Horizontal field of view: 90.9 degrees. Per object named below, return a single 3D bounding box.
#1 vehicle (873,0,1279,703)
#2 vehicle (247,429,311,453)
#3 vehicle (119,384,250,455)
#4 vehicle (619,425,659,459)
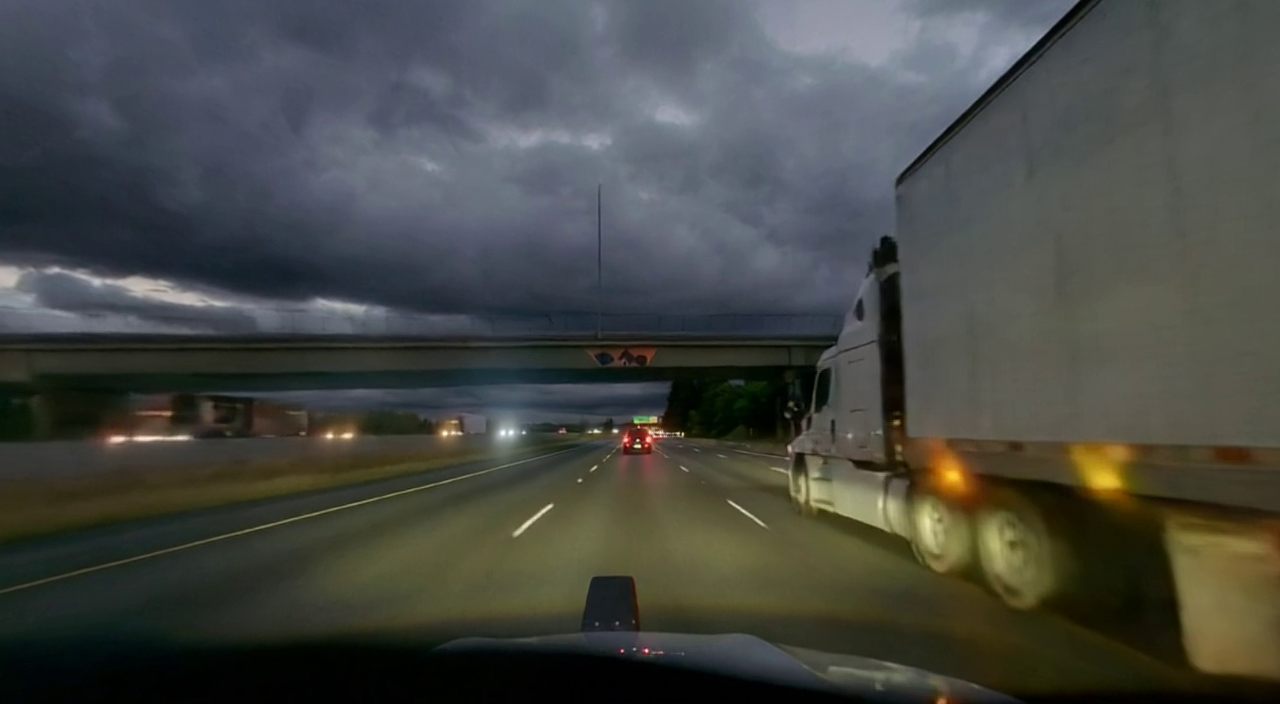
[{"bbox_3d":[4.014,-0.113,3.457,3.036,3.846,5.889,0,-8,-1],"label":"vehicle"},{"bbox_3d":[-22.833,5.639,40.001,1.709,1.457,4.012,0,-8,-1],"label":"vehicle"},{"bbox_3d":[-26.974,4.124,37.765,3.137,3.871,6.148,0,-8,-1],"label":"vehicle"},{"bbox_3d":[-0.090,5.481,38.565,2.277,1.913,4.510,0,-8,-1],"label":"vehicle"}]
